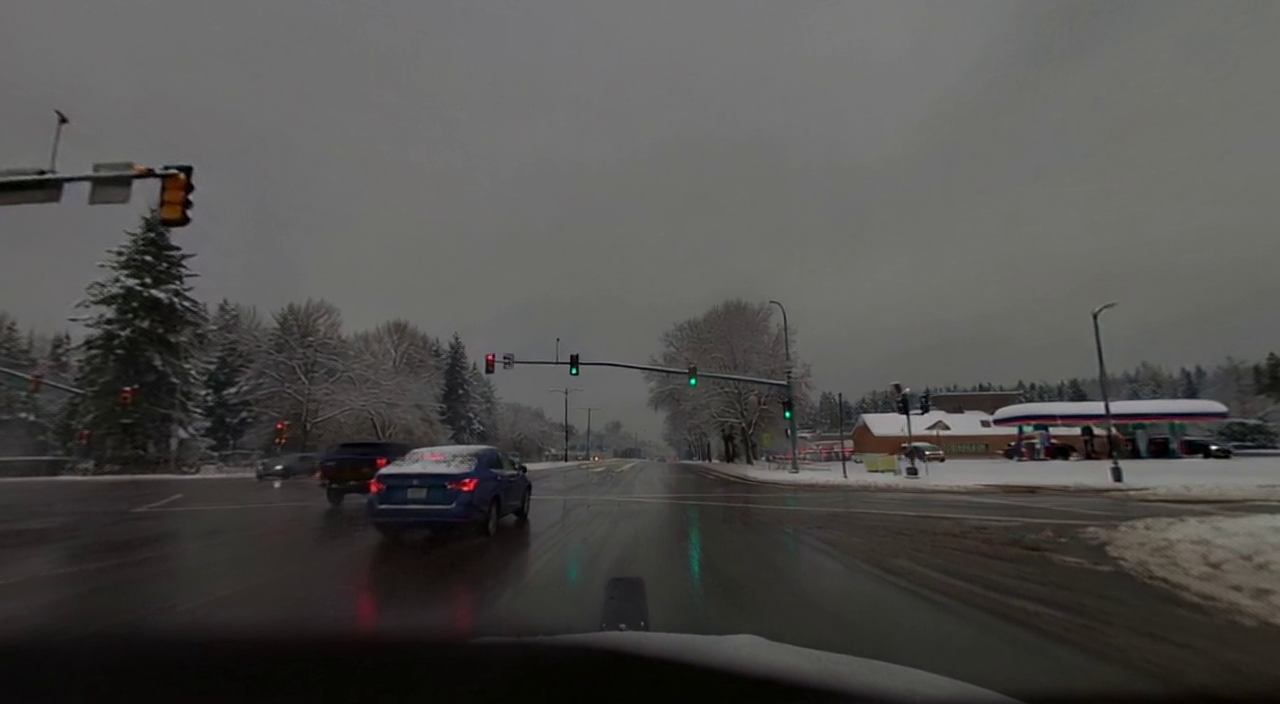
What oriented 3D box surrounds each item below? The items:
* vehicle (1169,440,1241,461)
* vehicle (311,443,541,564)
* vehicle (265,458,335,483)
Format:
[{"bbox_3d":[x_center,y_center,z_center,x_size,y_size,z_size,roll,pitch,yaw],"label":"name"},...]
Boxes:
[{"bbox_3d":[40.276,7.009,44.960,3.518,1.433,1.763,1,-9,-5],"label":"vehicle"},{"bbox_3d":[-3.032,2.239,10.184,2.041,1.483,4.533,0,-9,1],"label":"vehicle"},{"bbox_3d":[-20.881,7.293,38.957,1.821,1.371,4.545,0,-9,-1],"label":"vehicle"}]
